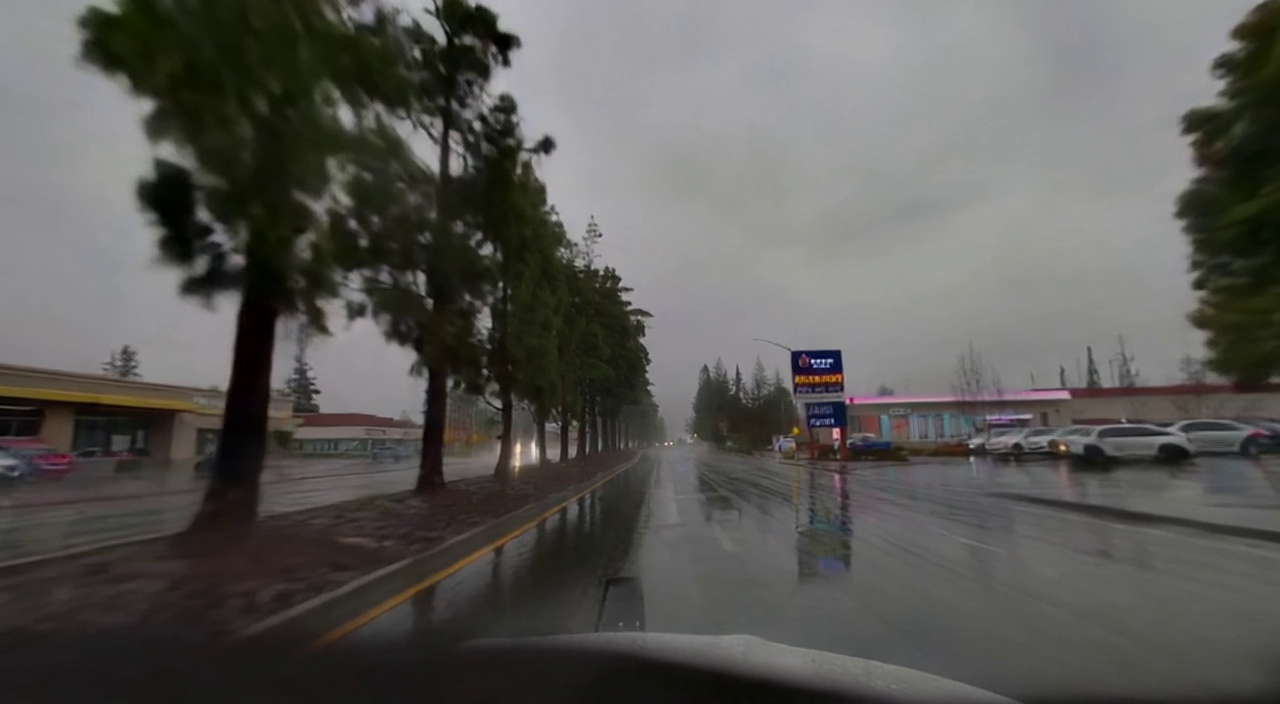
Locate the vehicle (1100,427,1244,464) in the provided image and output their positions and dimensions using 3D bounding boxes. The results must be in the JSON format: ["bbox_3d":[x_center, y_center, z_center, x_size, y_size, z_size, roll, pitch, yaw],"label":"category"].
[{"bbox_3d":[21.460,3.792,25.620,4.095,1.386,1.784,0,-8,3],"label":"vehicle"}]

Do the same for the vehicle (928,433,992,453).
[{"bbox_3d":[22.731,6.477,44.998,3.547,1.360,1.951,0,-8,3],"label":"vehicle"}]

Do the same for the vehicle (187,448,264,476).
[{"bbox_3d":[-24.469,6.434,37.257,4.605,1.509,1.845,-5,-10,31],"label":"vehicle"}]
